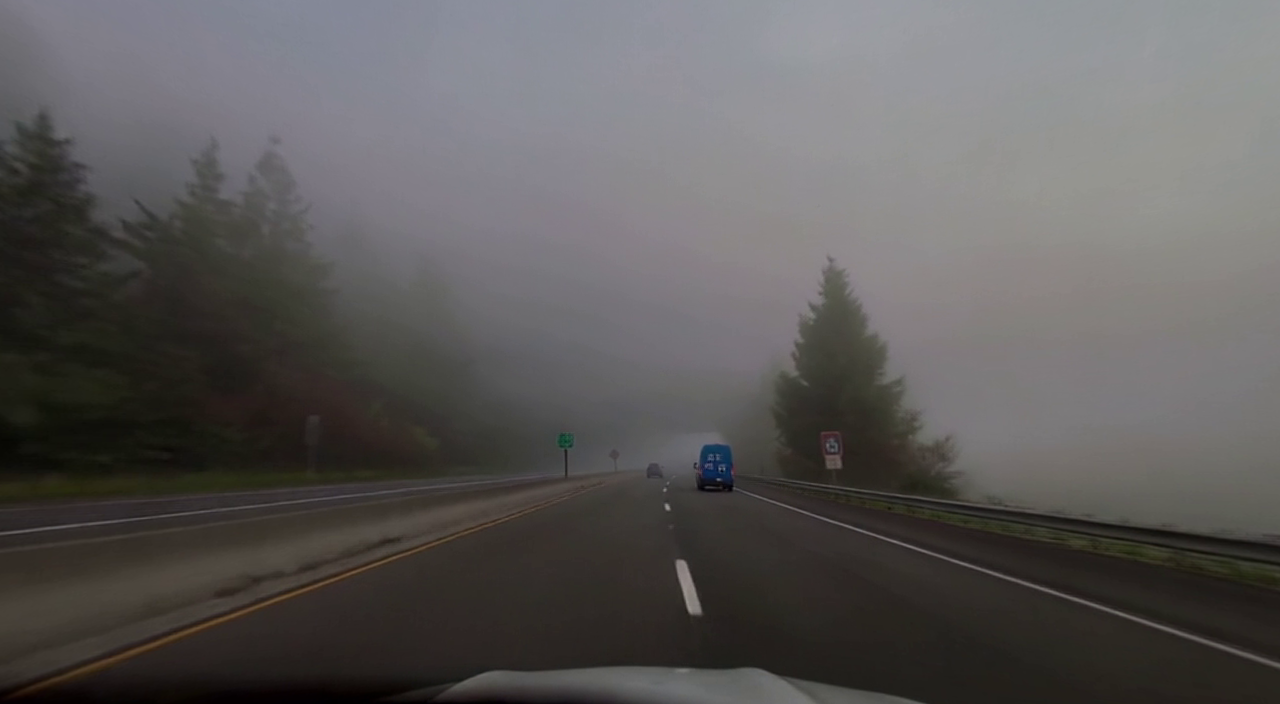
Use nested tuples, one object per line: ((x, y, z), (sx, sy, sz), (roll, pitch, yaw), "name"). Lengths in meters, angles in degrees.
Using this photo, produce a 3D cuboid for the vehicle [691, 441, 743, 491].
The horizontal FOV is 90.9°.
((4.278, 6.571, 36.180), (2.366, 2.595, 5.793), (0, -11, 1), "vehicle")
